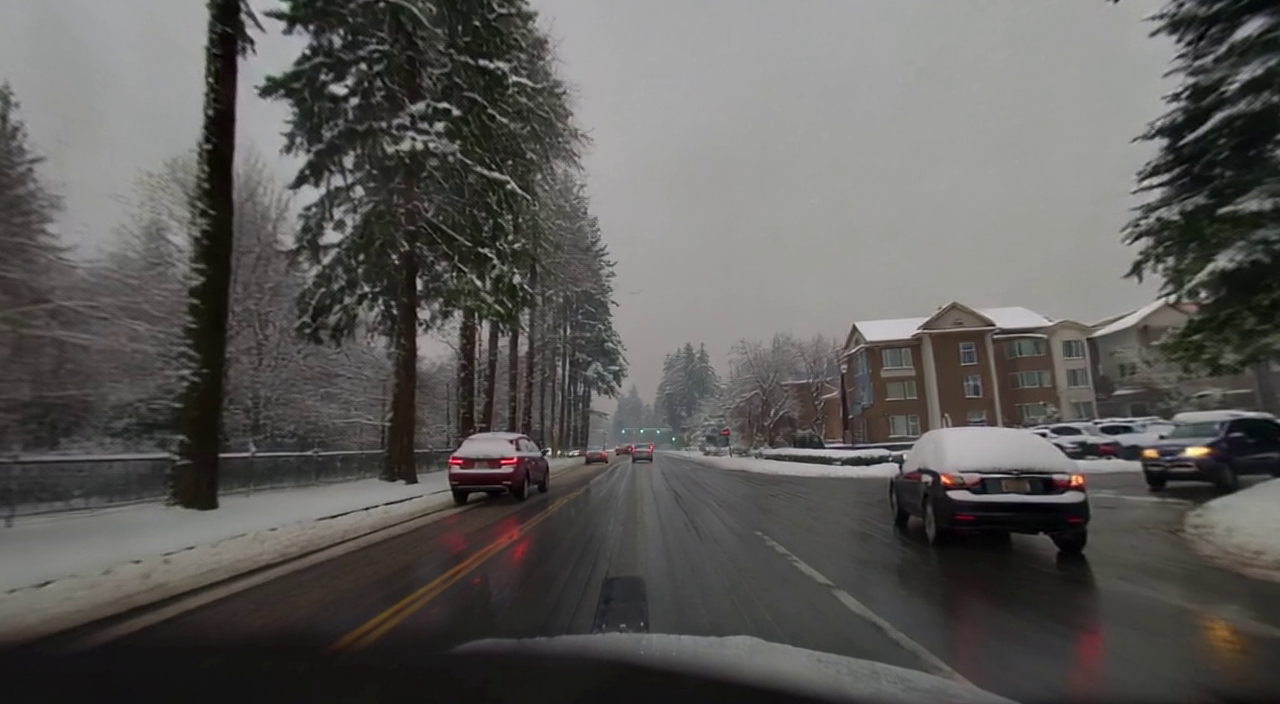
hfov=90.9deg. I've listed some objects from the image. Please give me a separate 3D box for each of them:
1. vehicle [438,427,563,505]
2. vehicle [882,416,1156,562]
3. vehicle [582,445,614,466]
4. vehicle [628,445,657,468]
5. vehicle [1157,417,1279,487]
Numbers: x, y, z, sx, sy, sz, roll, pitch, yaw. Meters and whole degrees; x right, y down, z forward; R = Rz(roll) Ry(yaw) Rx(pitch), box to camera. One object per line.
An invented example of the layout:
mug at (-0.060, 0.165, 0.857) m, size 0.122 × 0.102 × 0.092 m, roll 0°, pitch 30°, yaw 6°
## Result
vehicle at (-3.611, 3.057, 17.424) m, size 2.216 × 1.828 × 4.886 m, roll 0°, pitch -8°, yaw 2°
vehicle at (5.071, 1.853, 9.297) m, size 1.969 × 1.593 × 4.293 m, roll -2°, pitch -9°, yaw 10°
vehicle at (-3.228, 8.124, 49.637) m, size 2.091 × 1.548 × 4.604 m, roll 0°, pitch -8°, yaw 2°
vehicle at (0.230, 7.318, 44.198) m, size 1.940 × 1.501 × 4.133 m, roll 0°, pitch -8°, yaw 1°
vehicle at (16.088, 2.564, 16.313) m, size 4.735 × 1.597 × 1.950 m, roll 3°, pitch -9°, yaw -21°
